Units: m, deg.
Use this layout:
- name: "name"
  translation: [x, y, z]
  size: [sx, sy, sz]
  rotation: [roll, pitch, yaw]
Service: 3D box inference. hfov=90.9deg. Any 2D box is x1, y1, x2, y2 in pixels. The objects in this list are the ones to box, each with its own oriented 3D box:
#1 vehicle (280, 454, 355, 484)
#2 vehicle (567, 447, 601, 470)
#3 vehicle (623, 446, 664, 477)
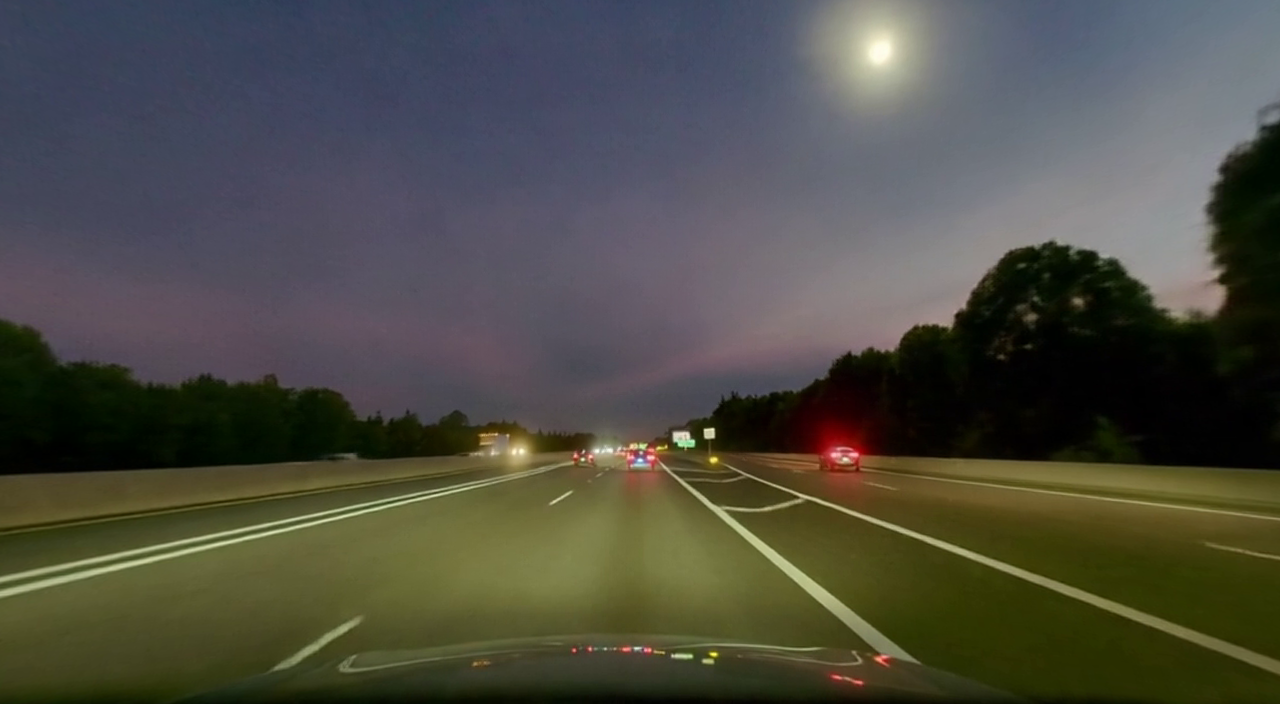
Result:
- name: "vehicle"
  translation: [-17.605, 6.376, 34.637]
  size: [1.764, 1.469, 4.272]
  rotation: [0, -9, 1]
- name: "vehicle"
  translation: [-3.761, 7.218, 42.911]
  size: [1.877, 1.504, 3.799]
  rotation: [0, -9, 1]
- name: "vehicle"
  translation: [0.154, 5.600, 32.437]
  size: [2.002, 1.449, 3.612]
  rotation: [0, -9, -1]
